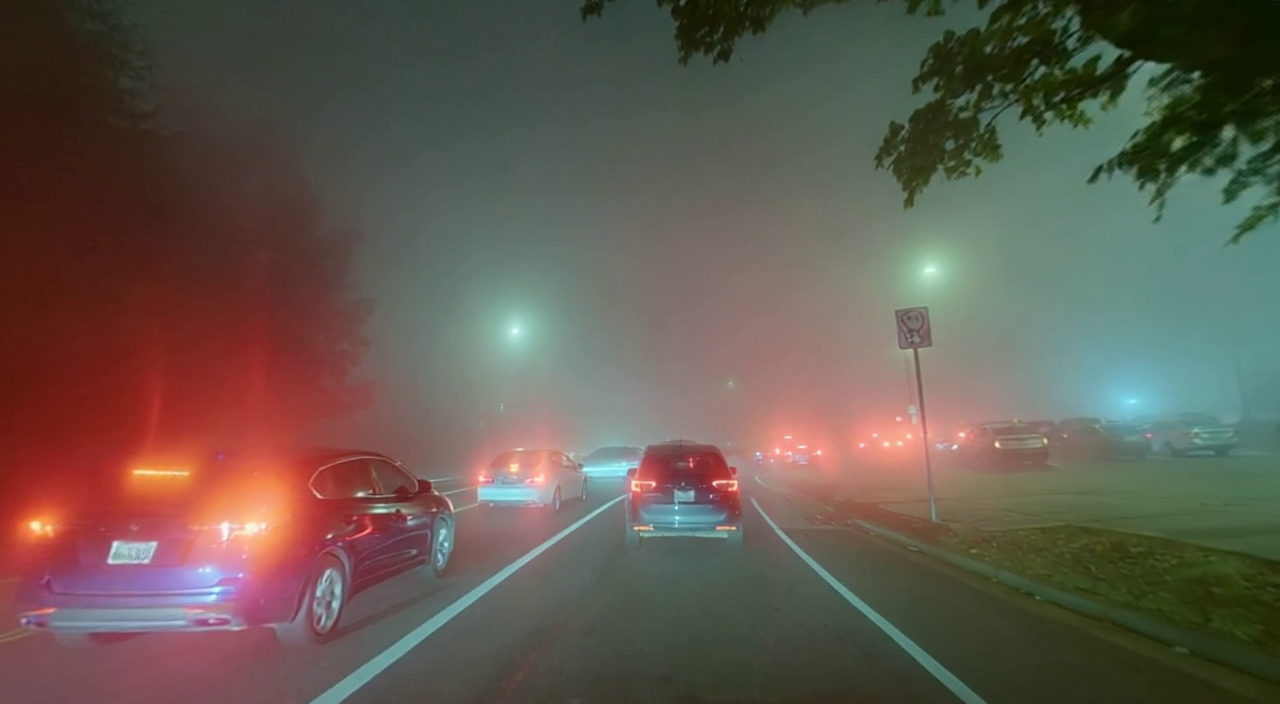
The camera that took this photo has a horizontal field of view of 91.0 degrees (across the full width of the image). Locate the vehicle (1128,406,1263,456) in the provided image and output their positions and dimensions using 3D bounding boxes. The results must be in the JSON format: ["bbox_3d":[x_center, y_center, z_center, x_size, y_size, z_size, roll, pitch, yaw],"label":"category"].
[{"bbox_3d":[20.301,2.932,23.276,1.902,1.529,3.937,-7,-9,12],"label":"vehicle"}]

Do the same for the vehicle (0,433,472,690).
[{"bbox_3d":[-3.257,1.577,5.964,1.940,1.502,4.241,-1,-9,3],"label":"vehicle"}]

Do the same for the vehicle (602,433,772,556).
[{"bbox_3d":[0.737,2.120,10.096,2.142,1.528,4.133,-1,-9,4],"label":"vehicle"}]

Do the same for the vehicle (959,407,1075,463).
[{"bbox_3d":[14.309,3.247,24.282,2.288,1.933,4.612,-2,-9,11],"label":"vehicle"}]

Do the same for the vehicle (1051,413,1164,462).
[{"bbox_3d":[17.578,3.253,23.925,1.803,1.518,3.893,-7,-9,11],"label":"vehicle"}]

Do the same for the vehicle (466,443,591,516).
[{"bbox_3d":[-2.532,3.008,15.399,1.870,1.490,4.187,-1,-9,6],"label":"vehicle"}]
